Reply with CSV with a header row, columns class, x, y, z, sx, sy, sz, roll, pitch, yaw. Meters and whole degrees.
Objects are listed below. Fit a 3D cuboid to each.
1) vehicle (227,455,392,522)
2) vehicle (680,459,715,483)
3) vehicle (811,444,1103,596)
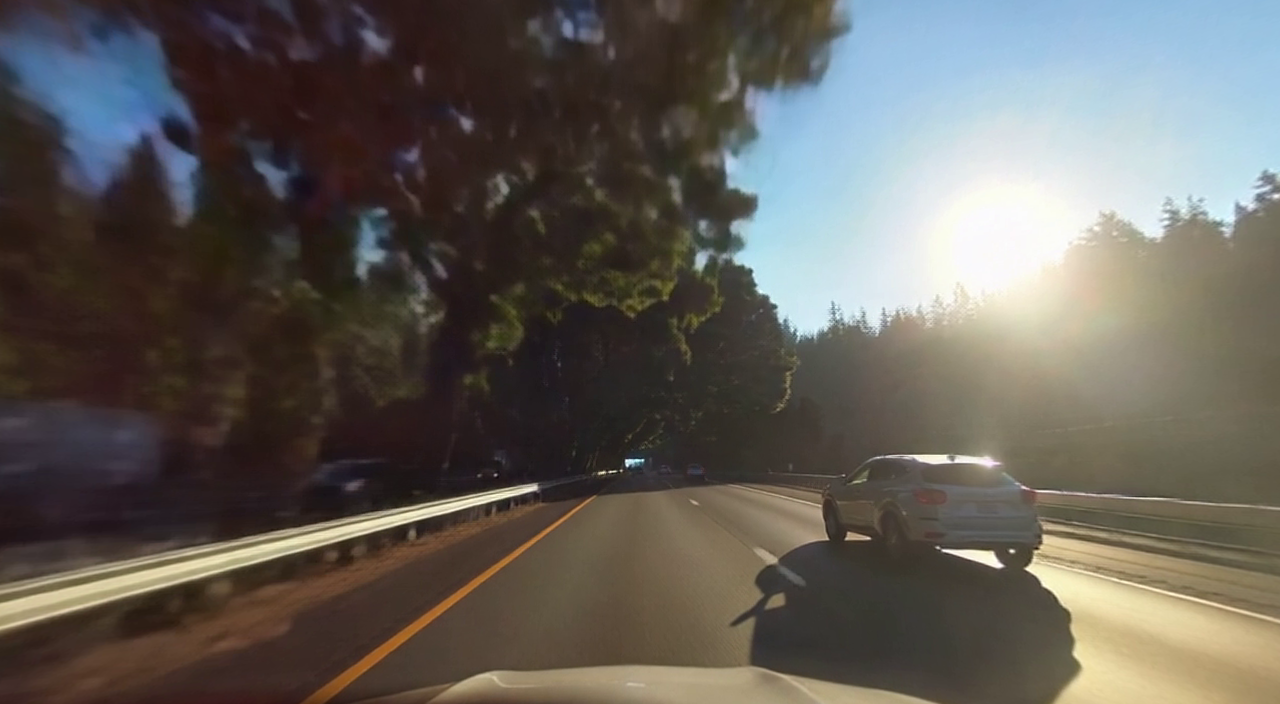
class,x,y,z,sx,sy,sz,roll,pitch,yaw
vehicle,-8.922,3.725,17.600,1.958,1.576,4.727,1,-10,1
vehicle,4.043,8.482,44.899,2.156,1.569,3.821,1,-10,0
vehicle,3.761,2.071,8.438,1.825,1.494,3.959,1,-10,0
